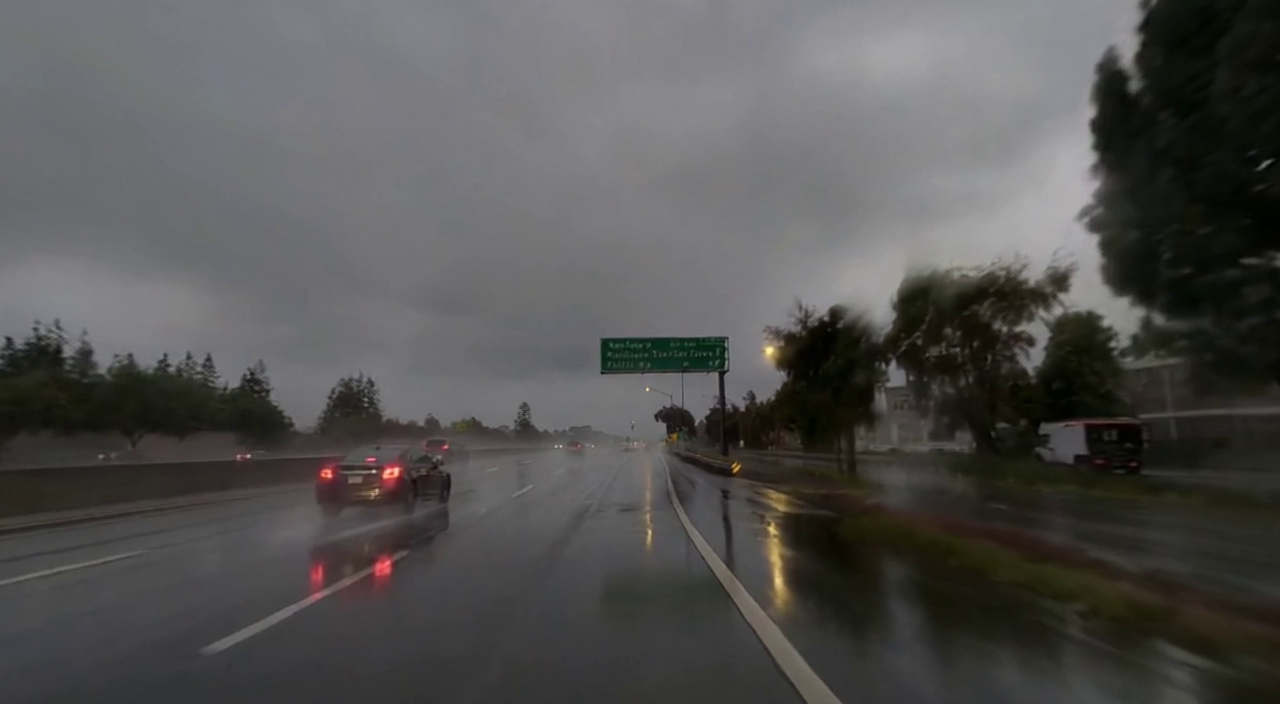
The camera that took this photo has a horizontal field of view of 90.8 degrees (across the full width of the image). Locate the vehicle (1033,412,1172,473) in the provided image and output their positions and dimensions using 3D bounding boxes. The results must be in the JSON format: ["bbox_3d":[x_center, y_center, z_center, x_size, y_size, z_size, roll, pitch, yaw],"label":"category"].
[{"bbox_3d":[29.380,5.836,40.626,2.871,3.501,6.846,0,-9,-9],"label":"vehicle"}]

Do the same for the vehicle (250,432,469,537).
[{"bbox_3d":[-4.671,2.260,11.492,1.940,1.479,4.777,0,-9,-2],"label":"vehicle"}]
